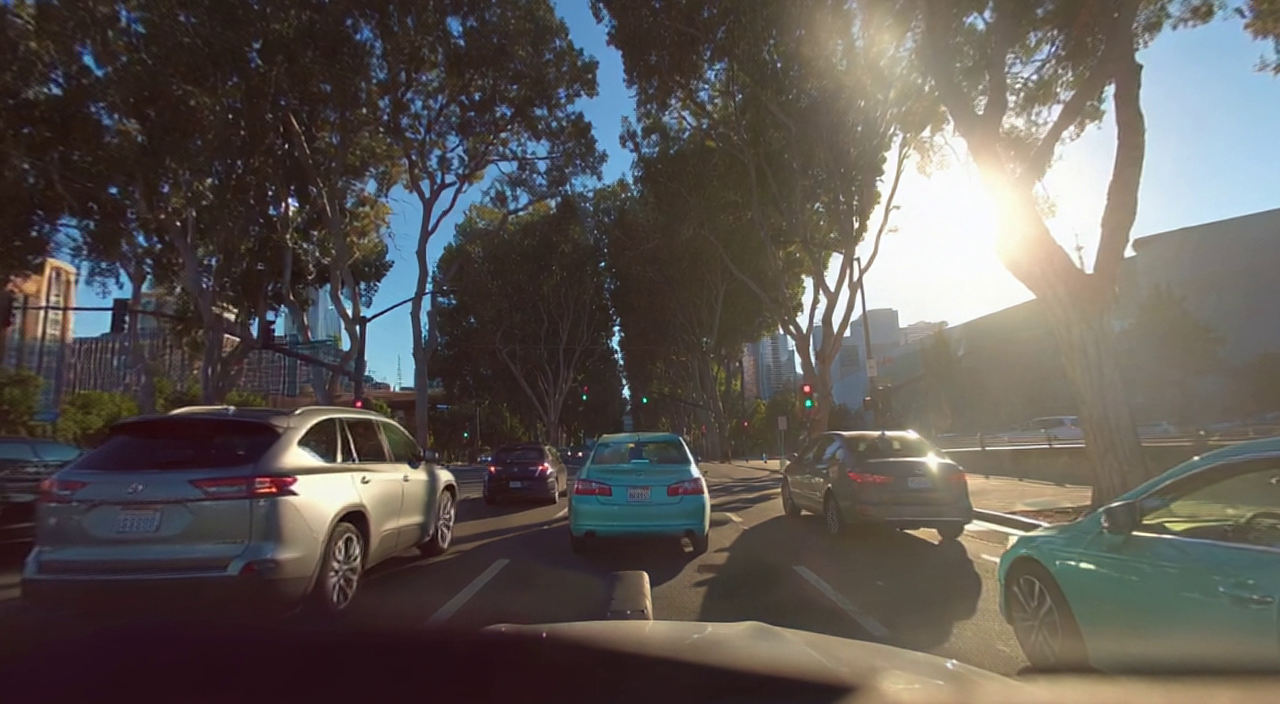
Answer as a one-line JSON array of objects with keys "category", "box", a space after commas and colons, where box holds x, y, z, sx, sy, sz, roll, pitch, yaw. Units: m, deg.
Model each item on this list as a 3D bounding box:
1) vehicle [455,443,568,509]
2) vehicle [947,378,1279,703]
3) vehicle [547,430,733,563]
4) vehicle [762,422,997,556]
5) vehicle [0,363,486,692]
[{"category": "vehicle", "box": [-3.072, 3.053, 16.018, 1.975, 1.420, 4.196, 0, -9, 1]}, {"category": "vehicle", "box": [3.320, 0.968, 2.825, 1.899, 1.588, 3.888, 0, -9, 0]}, {"category": "vehicle", "box": [-0.018, 1.968, 9.317, 2.147, 1.507, 3.953, 0, -9, -1]}, {"category": "vehicle", "box": [3.420, 2.046, 10.121, 2.040, 1.647, 4.379, 0, -9, 0]}, {"category": "vehicle", "box": [-3.126, 1.281, 5.764, 2.168, 1.750, 4.625, -1, -9, 1]}]
